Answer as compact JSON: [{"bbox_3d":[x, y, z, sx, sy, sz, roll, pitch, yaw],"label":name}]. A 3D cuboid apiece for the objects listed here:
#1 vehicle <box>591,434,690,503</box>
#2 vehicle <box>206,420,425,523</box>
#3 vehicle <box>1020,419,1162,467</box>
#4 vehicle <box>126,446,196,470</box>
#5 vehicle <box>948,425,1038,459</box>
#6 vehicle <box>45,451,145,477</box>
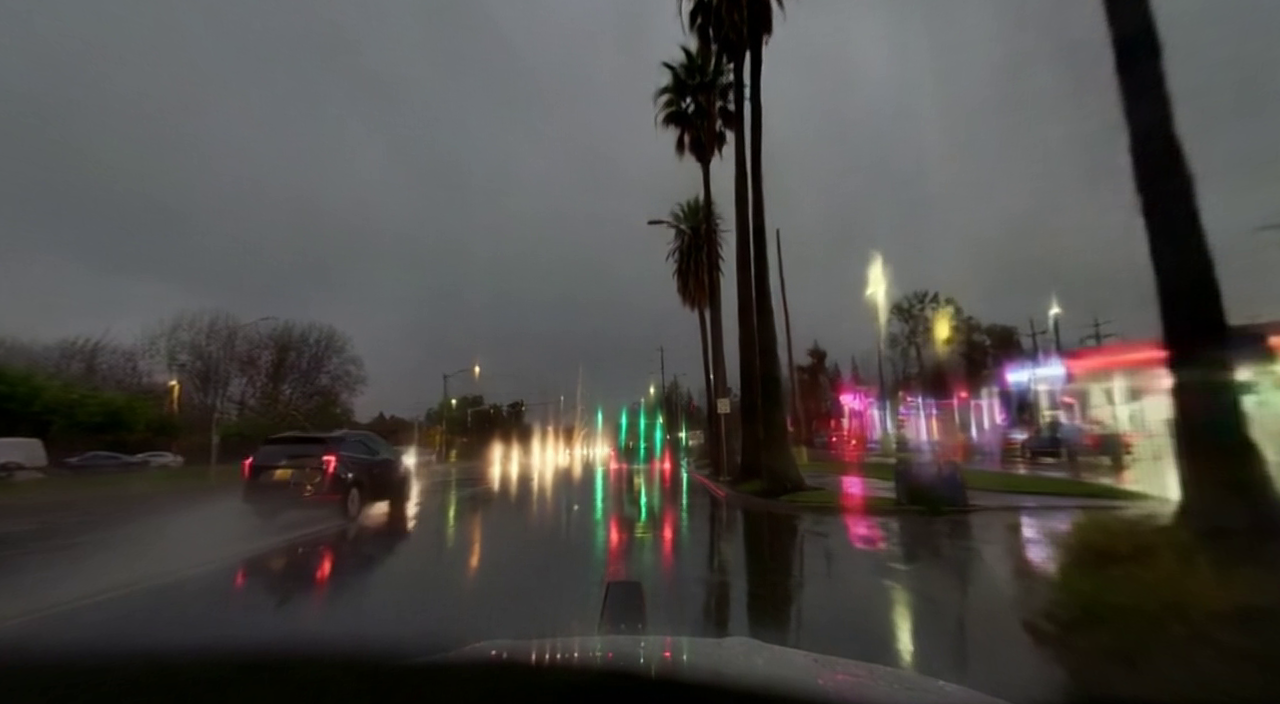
[{"bbox_3d":[0.031,2.891,15.999,2.145,1.483,4.453,0,-9,0],"label":"vehicle"},{"bbox_3d":[-6.252,2.357,12.855,2.057,1.705,4.394,0,-9,1],"label":"vehicle"},{"bbox_3d":[17.044,3.485,24.064,2.009,1.630,4.436,0,-8,-2],"label":"vehicle"},{"bbox_3d":[-35.448,7.847,46.609,1.888,1.650,4.369,0,-9,-2],"label":"vehicle"},{"bbox_3d":[16.772,4.360,30.113,1.902,1.502,4.395,0,-9,3],"label":"vehicle"},{"bbox_3d":[-32.563,6.665,37.661,4.056,1.453,1.865,5,-10,-27],"label":"vehicle"}]
